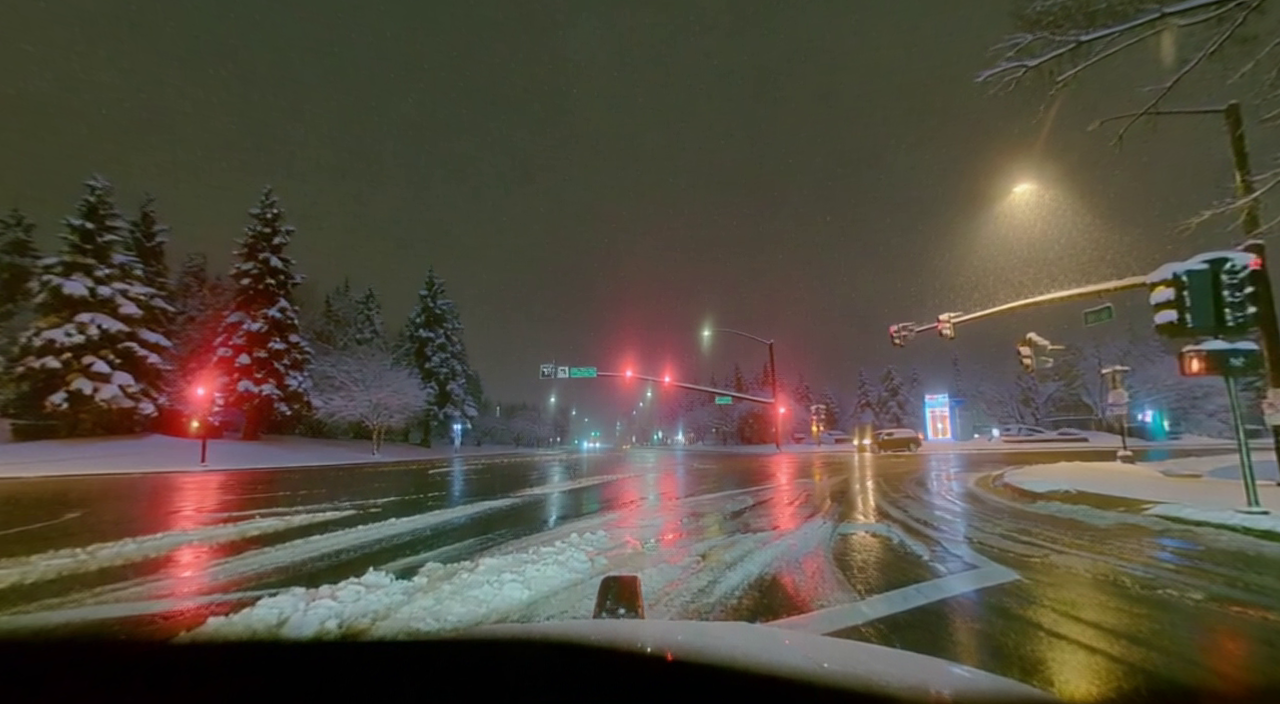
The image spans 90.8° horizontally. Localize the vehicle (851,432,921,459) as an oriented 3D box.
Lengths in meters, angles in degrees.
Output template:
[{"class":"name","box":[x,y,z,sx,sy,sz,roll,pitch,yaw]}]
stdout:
[{"class":"vehicle","box":[17.611,6.701,45.254,4.600,1.783,1.970,4,-10,-26]}]
